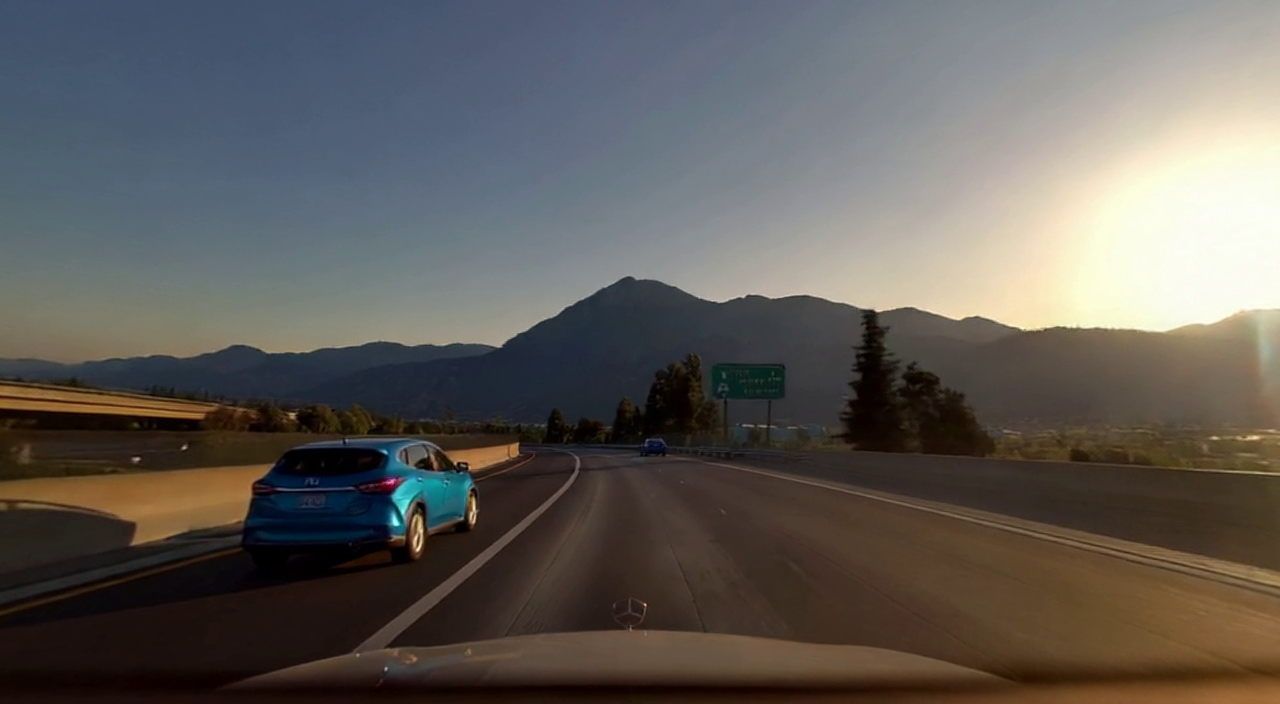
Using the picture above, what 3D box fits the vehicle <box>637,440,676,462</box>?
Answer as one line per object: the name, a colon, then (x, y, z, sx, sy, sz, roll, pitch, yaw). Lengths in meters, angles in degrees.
vehicle: (1.072, 6.821, 43.664, 1.985, 1.440, 4.466, 1, -9, -8)
